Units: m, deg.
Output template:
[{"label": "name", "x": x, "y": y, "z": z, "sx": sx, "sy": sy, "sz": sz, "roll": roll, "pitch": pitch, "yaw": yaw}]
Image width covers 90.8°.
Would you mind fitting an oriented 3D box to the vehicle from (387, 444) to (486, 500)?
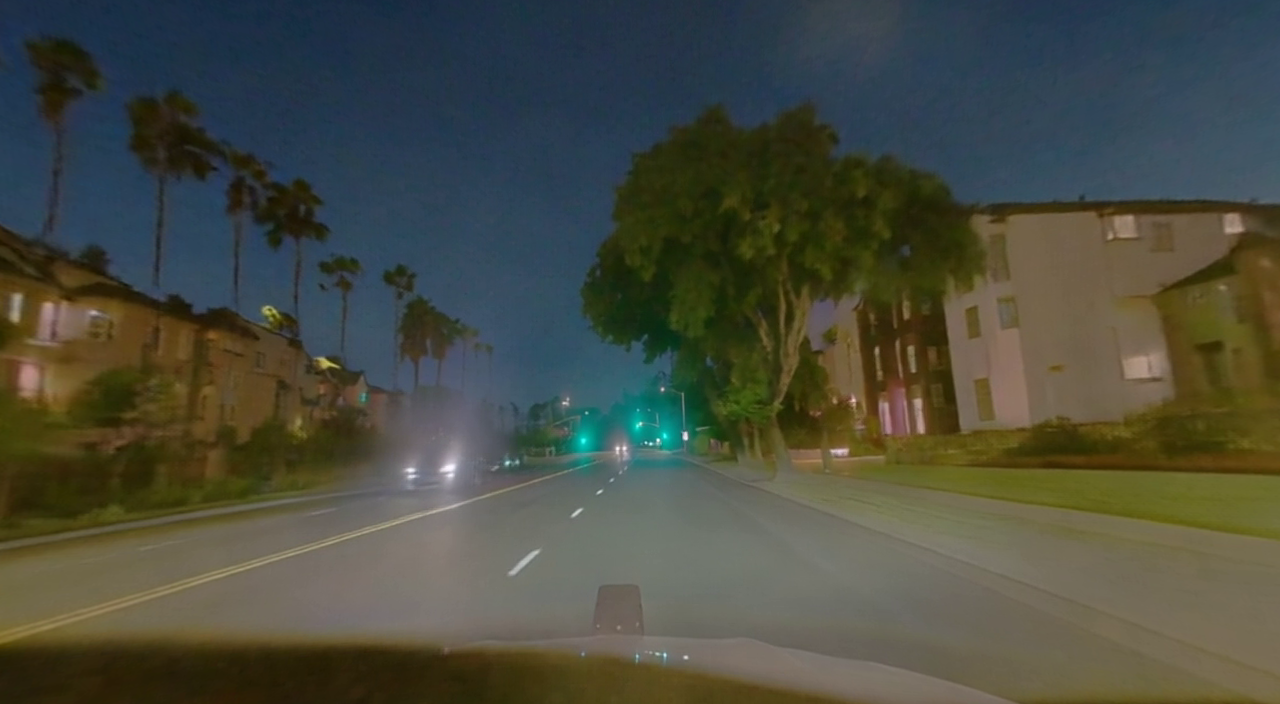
[{"label": "vehicle", "x": -7.227, "y": 4.265, "z": 22.996, "sx": 1.992, "sy": 1.802, "sz": 4.602, "roll": -1, "pitch": -8, "yaw": 1}]
